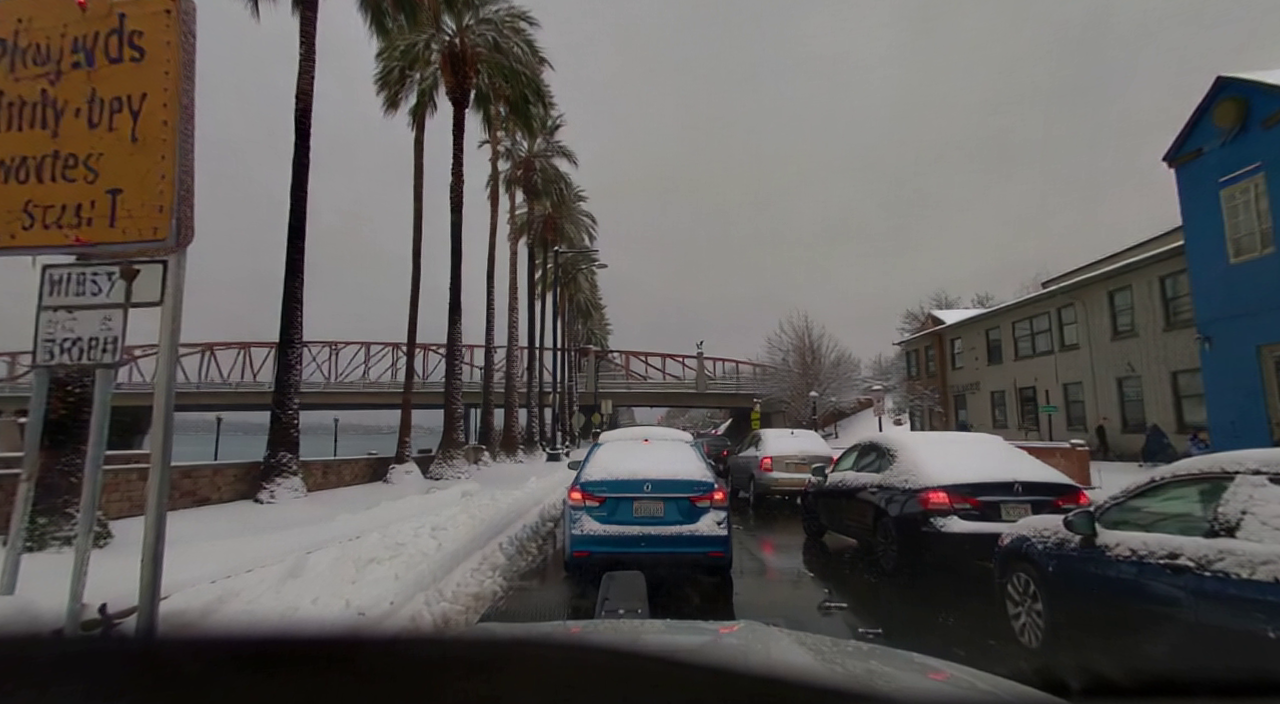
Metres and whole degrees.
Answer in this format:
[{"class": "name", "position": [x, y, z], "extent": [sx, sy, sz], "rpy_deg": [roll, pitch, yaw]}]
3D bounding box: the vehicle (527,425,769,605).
[{"class": "vehicle", "position": [0.057, 1.669, 7.280], "extent": [2.048, 1.503, 3.681], "rpy_deg": [0, -9, 0]}]

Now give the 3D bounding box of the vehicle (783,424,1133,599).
[{"class": "vehicle", "position": [3.260, 1.715, 7.729], "extent": [1.920, 1.490, 4.417], "rpy_deg": [0, -9, -1]}]

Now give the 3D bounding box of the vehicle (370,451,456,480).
[{"class": "vehicle", "position": [-14.956, 7.468, 41.684], "extent": [4.852, 1.802, 2.104], "rpy_deg": [-1, -9, 8]}]
